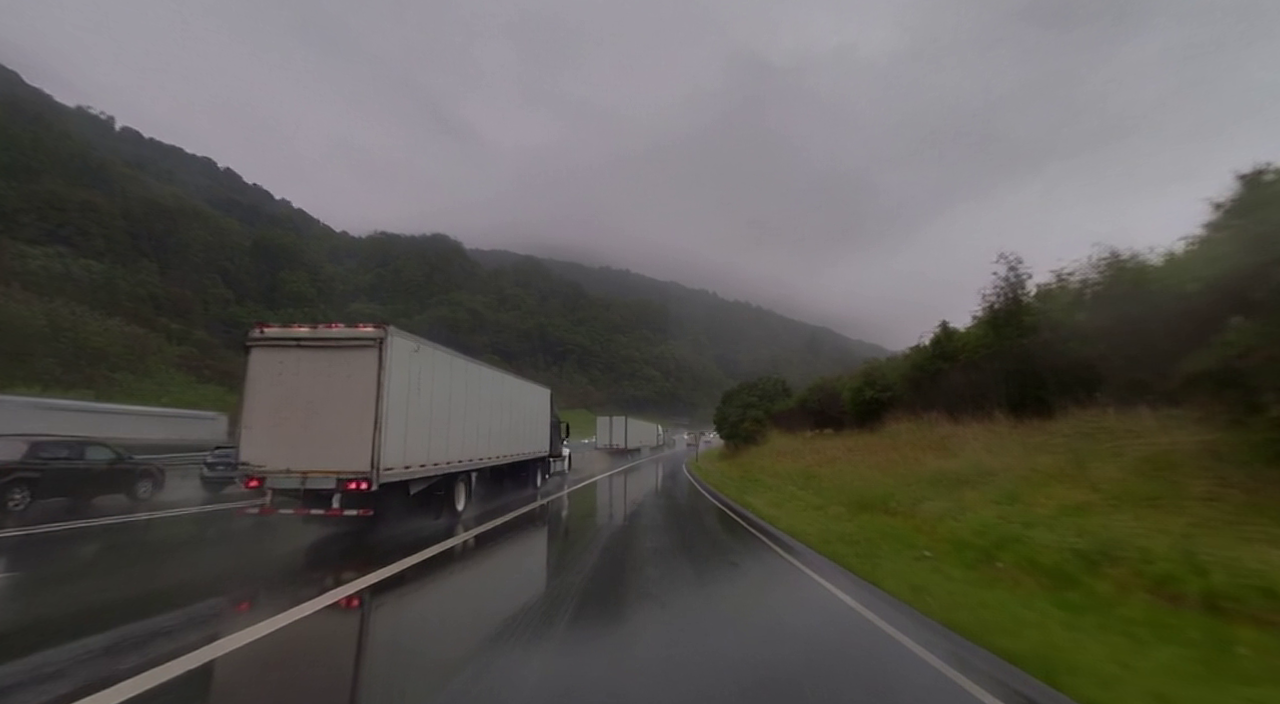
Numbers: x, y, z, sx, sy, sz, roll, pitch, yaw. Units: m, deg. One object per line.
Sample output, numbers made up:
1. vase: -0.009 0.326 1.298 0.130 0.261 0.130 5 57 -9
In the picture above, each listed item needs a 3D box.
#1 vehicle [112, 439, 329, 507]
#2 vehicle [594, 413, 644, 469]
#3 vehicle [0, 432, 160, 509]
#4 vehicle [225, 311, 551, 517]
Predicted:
1. vehicle: -10.617 3.099 16.558 1.925 1.493 4.864 -1 -9 8
2. vehicle: -1.315 6.365 44.502 2.968 3.439 10.174 0 -9 1
3. vehicle: -14.723 2.873 15.588 1.943 1.662 4.283 -1 -9 7
4. vehicle: -5.998 2.305 19.655 2.848 4.067 14.314 -1 -9 6
